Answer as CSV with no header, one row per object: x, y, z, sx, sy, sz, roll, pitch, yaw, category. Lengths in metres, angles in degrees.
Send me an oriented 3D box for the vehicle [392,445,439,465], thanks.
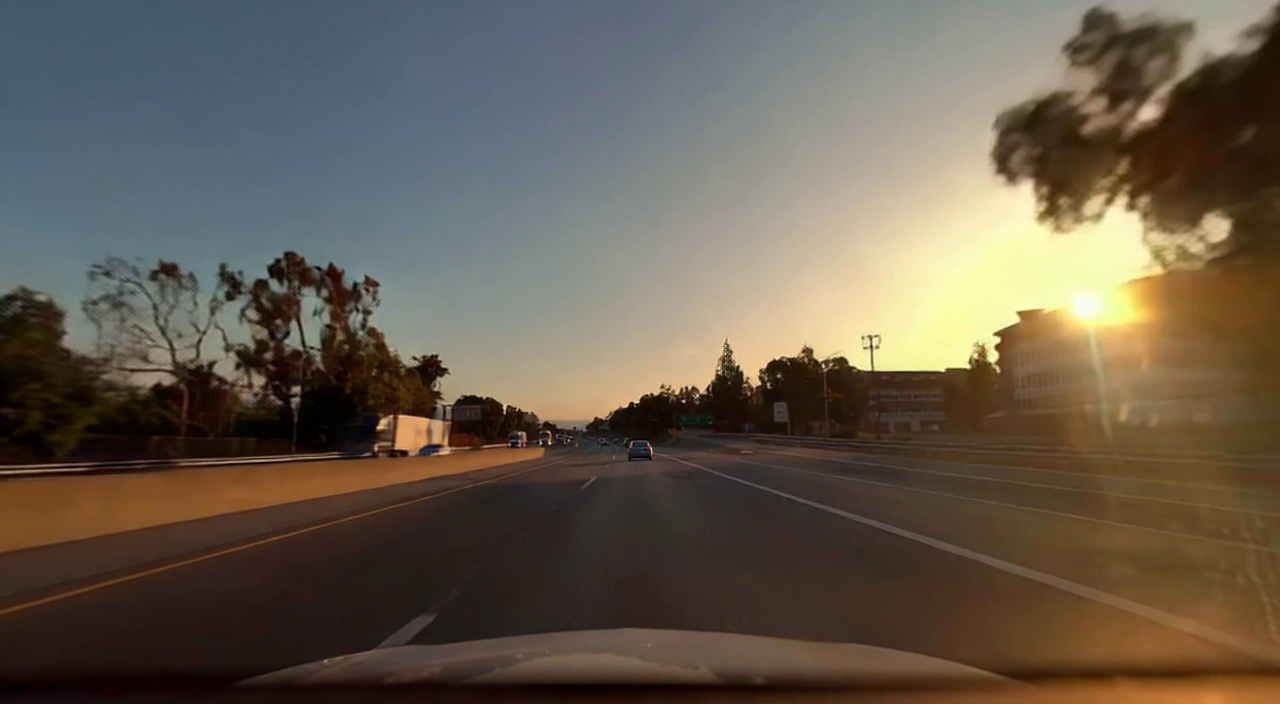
-17.638,8.074,49.503,1.988,1.500,4.746,0,-8,-1,vehicle

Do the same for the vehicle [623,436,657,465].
-0.075,6.167,39.502,2.029,1.666,4.064,0,-8,-2,vehicle
